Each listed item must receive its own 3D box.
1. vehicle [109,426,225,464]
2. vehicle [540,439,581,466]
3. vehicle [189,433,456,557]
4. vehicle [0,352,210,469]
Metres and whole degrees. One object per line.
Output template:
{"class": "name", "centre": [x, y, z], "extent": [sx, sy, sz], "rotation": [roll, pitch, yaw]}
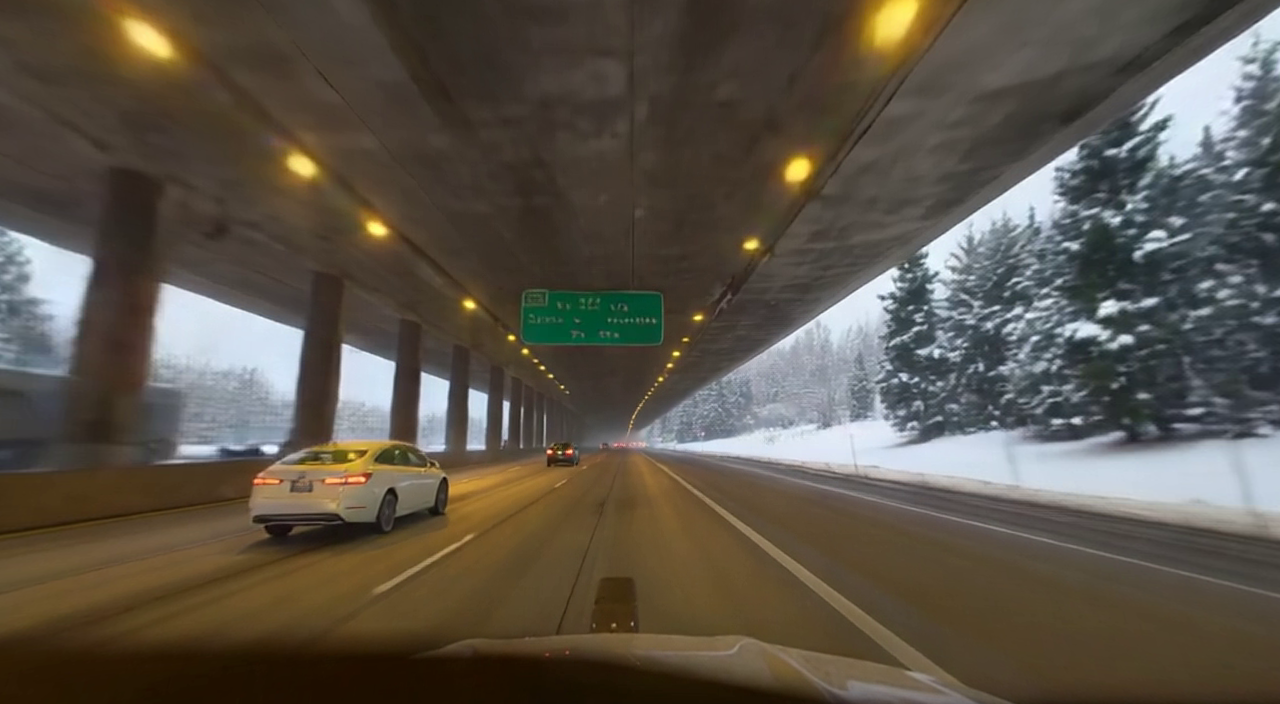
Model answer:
{"class": "vehicle", "centre": [-20.048, 3.969, 26.925], "extent": [1.879, 1.499, 4.014], "rotation": [0, -8, -2]}
{"class": "vehicle", "centre": [-4.667, 5.970, 37.457], "extent": [1.973, 1.474, 4.199], "rotation": [0, -8, -1]}
{"class": "vehicle", "centre": [-4.351, 1.981, 9.553], "extent": [1.885, 1.424, 4.230], "rotation": [0, -8, 0]}
{"class": "vehicle", "centre": [-23.944, 2.595, 25.749], "extent": [2.981, 4.065, 13.881], "rotation": [0, -8, 0]}
